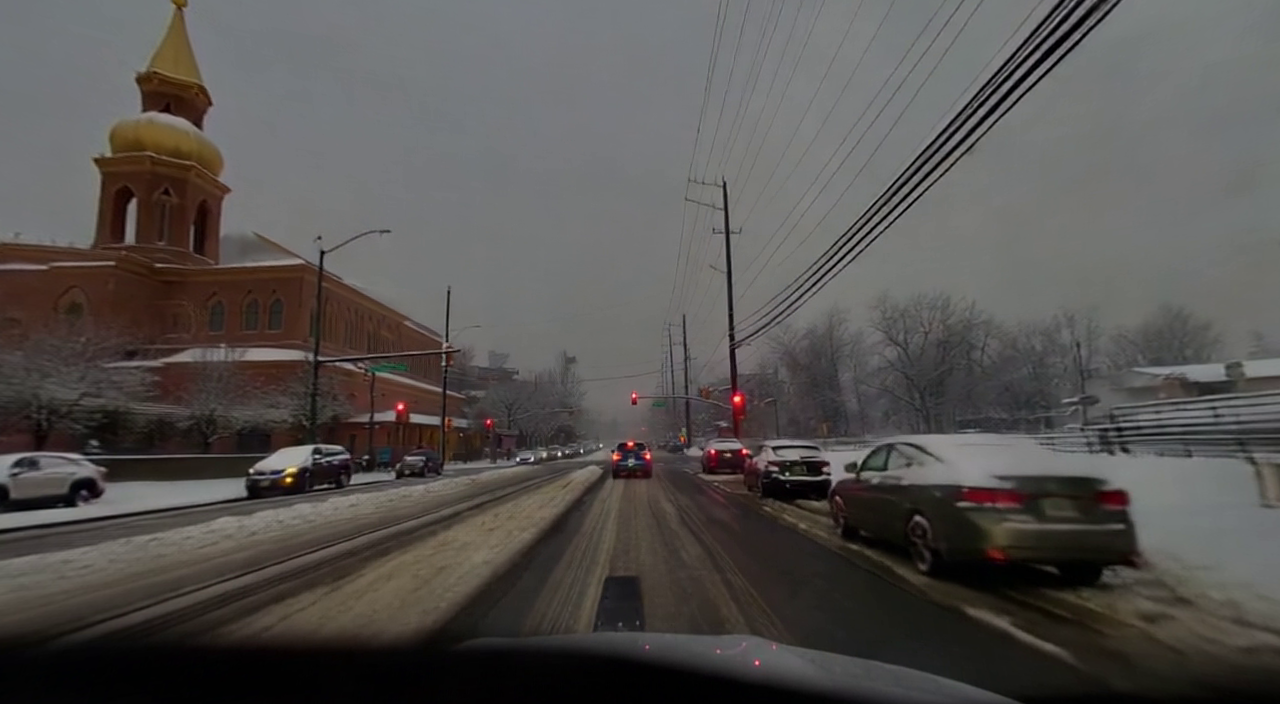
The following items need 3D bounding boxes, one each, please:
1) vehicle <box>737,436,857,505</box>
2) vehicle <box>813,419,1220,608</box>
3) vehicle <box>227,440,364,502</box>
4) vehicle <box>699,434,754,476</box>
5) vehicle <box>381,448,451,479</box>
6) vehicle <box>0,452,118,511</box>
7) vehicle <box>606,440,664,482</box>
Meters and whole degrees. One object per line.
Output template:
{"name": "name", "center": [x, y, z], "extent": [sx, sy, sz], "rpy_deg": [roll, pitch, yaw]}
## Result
{"name": "vehicle", "center": [3.883, 2.981, 16.356], "extent": [2.003, 1.524, 3.868], "rpy_deg": [0, -8, -2]}
{"name": "vehicle", "center": [3.783, 1.686, 7.598], "extent": [1.944, 1.530, 4.539], "rpy_deg": [2, -8, -3]}
{"name": "vehicle", "center": [-12.175, 4.191, 22.845], "extent": [2.071, 1.814, 5.185], "rpy_deg": [-5, -8, 0]}
{"name": "vehicle", "center": [3.914, 4.752, 29.359], "extent": [2.015, 1.780, 4.261], "rpy_deg": [0, -8, 1]}
{"name": "vehicle", "center": [-11.970, 5.980, 34.143], "extent": [1.980, 1.502, 4.655], "rpy_deg": [0, -8, 1]}
{"name": "vehicle", "center": [-18.246, 3.790, 18.268], "extent": [4.564, 1.503, 2.081], "rpy_deg": [-4, -9, 2]}
{"name": "vehicle", "center": [-0.215, 4.134, 24.336], "extent": [2.049, 1.453, 4.299], "rpy_deg": [0, -8, -1]}
